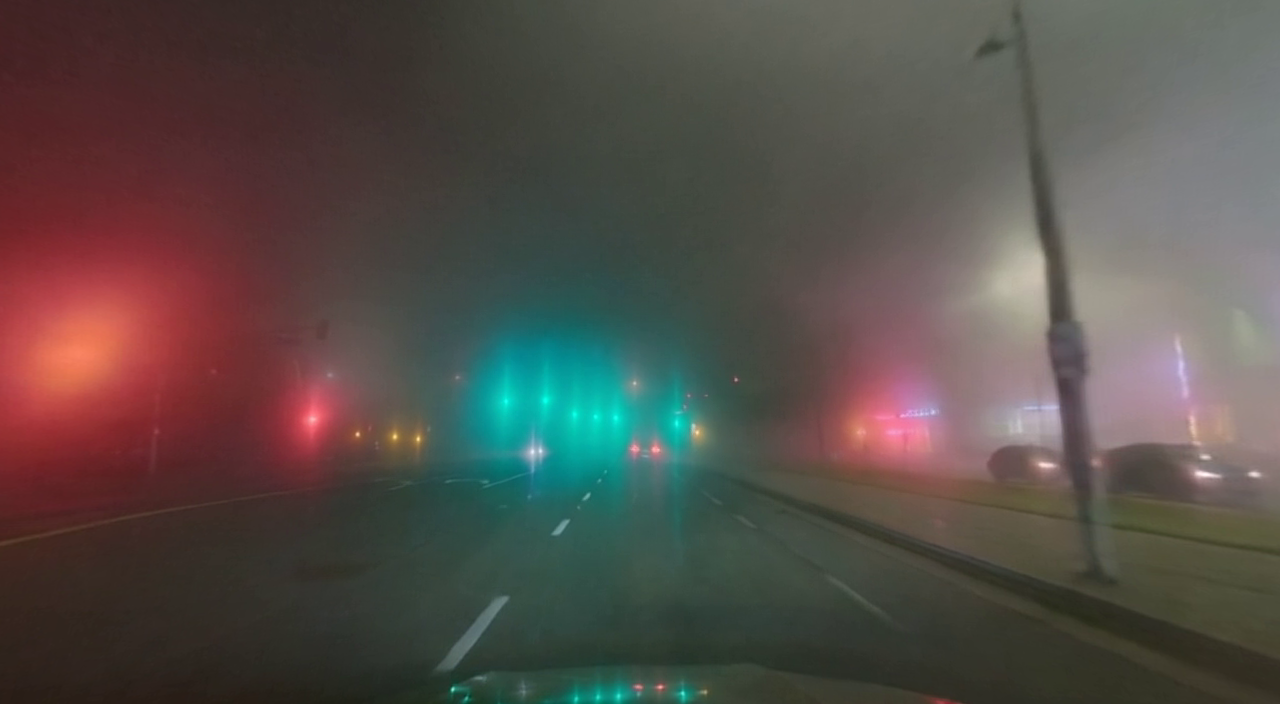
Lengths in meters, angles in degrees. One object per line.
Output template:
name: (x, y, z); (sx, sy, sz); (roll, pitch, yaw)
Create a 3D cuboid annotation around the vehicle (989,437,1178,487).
vehicle: (13.836, 3.434, 19.876); (4.602, 1.461, 1.899); (1, -8, -5)

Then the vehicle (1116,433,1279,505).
vehicle: (13.883, 2.613, 14.425); (4.395, 1.497, 1.975); (0, -7, 1)

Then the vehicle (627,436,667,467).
vehicle: (0.374, 5.866, 37.334); (2.230, 1.683, 4.204); (0, -8, 0)
